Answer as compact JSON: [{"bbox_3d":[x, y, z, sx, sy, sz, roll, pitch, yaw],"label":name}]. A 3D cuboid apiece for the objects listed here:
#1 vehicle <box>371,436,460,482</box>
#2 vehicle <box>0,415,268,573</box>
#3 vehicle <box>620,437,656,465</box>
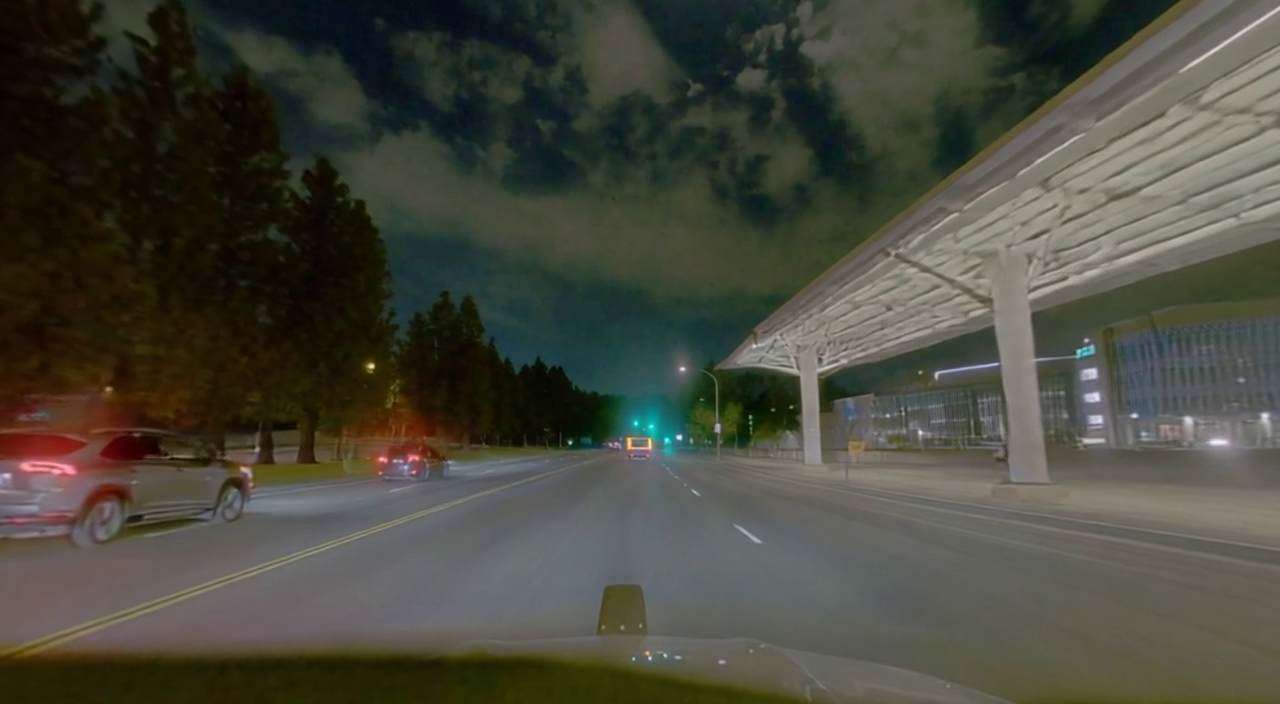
[{"bbox_3d":[-9.434,4.521,26.978,2.097,1.782,4.682,0,-8,-1],"label":"vehicle"},{"bbox_3d":[-8.023,1.909,9.335,2.181,1.728,4.515,0,-8,1],"label":"vehicle"},{"bbox_3d":[-0.083,6.826,43.633,2.345,1.803,4.261,0,-8,1],"label":"vehicle"}]
